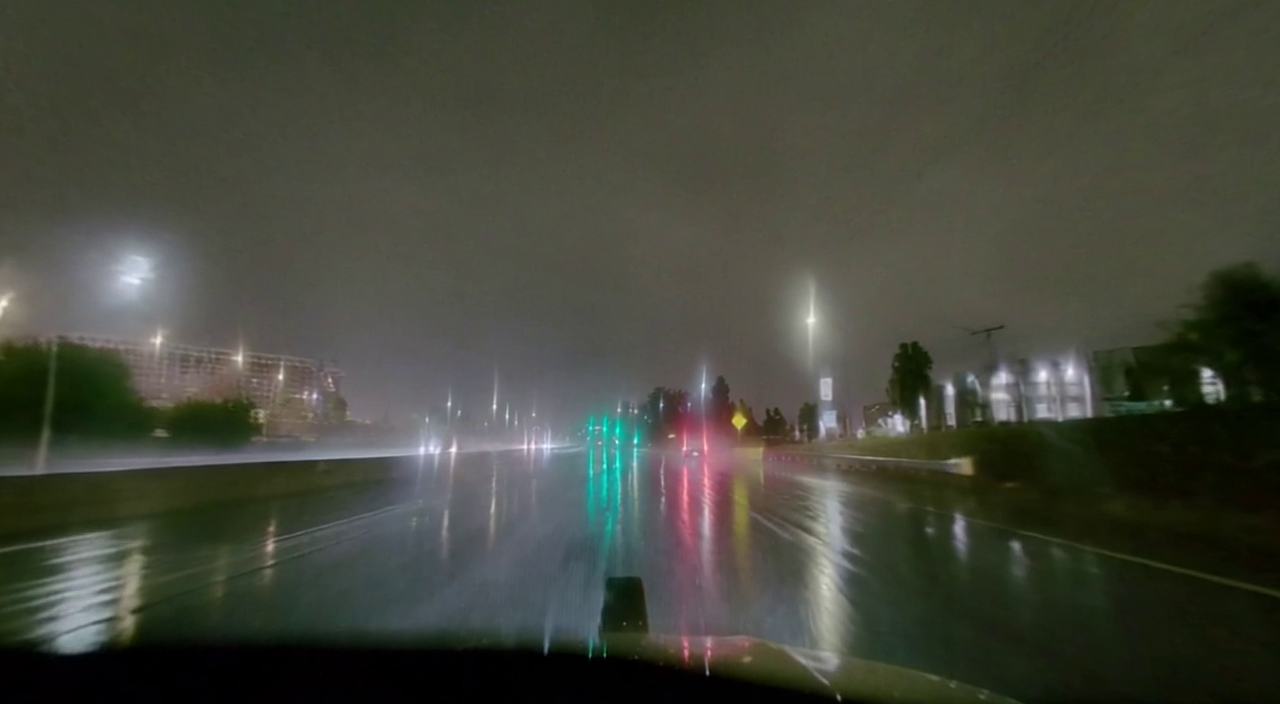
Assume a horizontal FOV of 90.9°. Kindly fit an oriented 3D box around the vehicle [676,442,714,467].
[{"bbox_3d":[3.454,6.520,40.402,1.926,1.477,4.025,0,-8,-2],"label":"vehicle"}]
